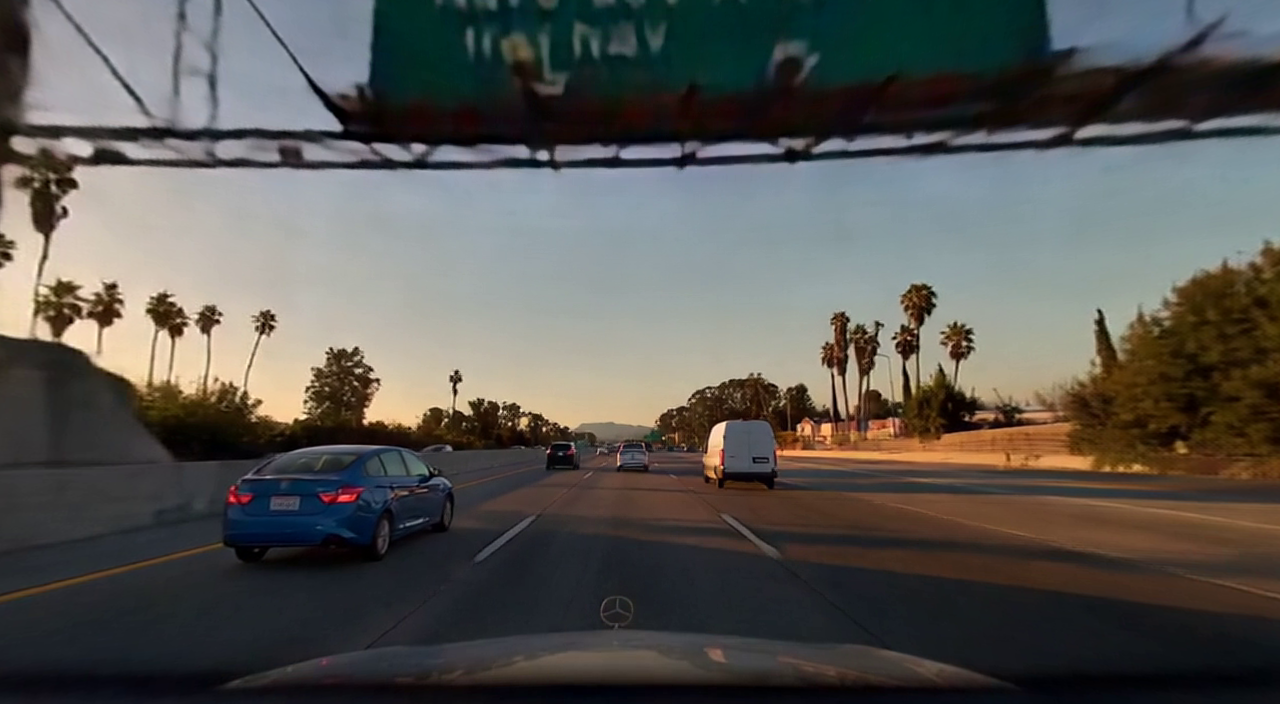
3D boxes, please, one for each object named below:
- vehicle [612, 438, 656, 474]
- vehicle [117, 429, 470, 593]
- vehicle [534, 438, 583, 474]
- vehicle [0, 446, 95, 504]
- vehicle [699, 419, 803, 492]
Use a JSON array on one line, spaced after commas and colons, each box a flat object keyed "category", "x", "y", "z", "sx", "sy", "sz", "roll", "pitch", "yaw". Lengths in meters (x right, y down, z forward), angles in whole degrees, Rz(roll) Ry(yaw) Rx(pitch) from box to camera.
[{"category": "vehicle", "x": -0.317, "y": 5.495, "z": 33.610, "sx": 2.212, "sy": 1.786, "sz": 4.198, "roll": 0, "pitch": -9, "yaw": -1}, {"category": "vehicle", "x": -3.729, "y": 1.777, "z": 7.964, "sx": 1.991, "sy": 1.469, "sz": 4.381, "roll": 0, "pitch": -9, "yaw": 0}, {"category": "vehicle", "x": -4.418, "y": 5.715, "z": 34.863, "sx": 2.109, "sy": 1.793, "sz": 4.613, "roll": 0, "pitch": -9, "yaw": 0}, {"category": "vehicle", "x": -21.212, "y": 4.033, "z": 20.950, "sx": 2.054, "sy": 1.809, "sz": 4.665, "roll": 0, "pitch": -9, "yaw": -1}, {"category": "vehicle", "x": 3.450, "y": 3.409, "z": 21.047, "sx": 2.250, "sy": 2.074, "sz": 5.723, "roll": 0, "pitch": -9, "yaw": -2}]
